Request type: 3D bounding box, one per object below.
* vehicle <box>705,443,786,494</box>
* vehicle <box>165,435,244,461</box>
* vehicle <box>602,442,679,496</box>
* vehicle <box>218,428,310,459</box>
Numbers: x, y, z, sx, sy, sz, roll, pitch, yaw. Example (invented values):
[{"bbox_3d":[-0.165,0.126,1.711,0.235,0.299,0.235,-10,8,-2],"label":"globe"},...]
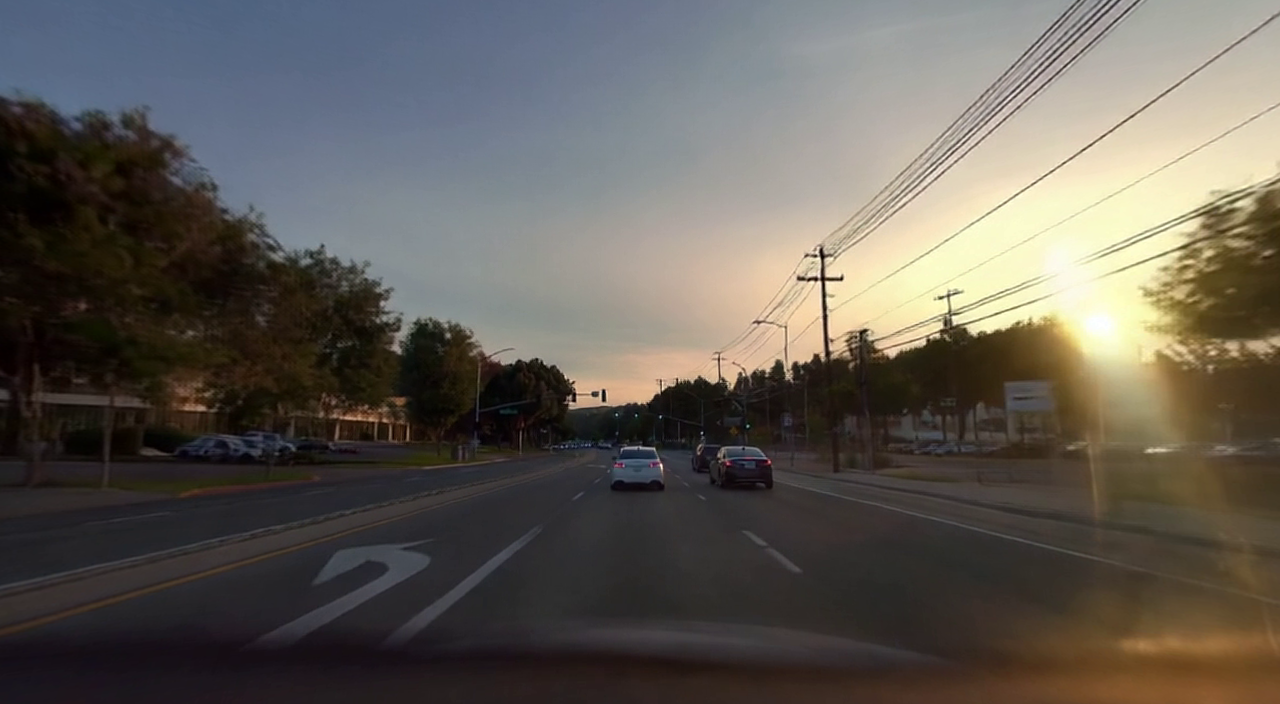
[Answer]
[{"bbox_3d":[3.372,3.809,20.909,1.985,1.489,4.036,0,-9,-1],"label":"vehicle"},{"bbox_3d":[-28.342,6.276,41.180,1.908,1.553,4.979,1,-9,-4],"label":"vehicle"},{"bbox_3d":[-0.029,3.563,19.558,2.144,1.473,4.028,1,-9,-1],"label":"vehicle"},{"bbox_3d":[-28.955,7.142,48.885,2.878,2.172,7.057,1,-8,-1],"label":"vehicle"}]
